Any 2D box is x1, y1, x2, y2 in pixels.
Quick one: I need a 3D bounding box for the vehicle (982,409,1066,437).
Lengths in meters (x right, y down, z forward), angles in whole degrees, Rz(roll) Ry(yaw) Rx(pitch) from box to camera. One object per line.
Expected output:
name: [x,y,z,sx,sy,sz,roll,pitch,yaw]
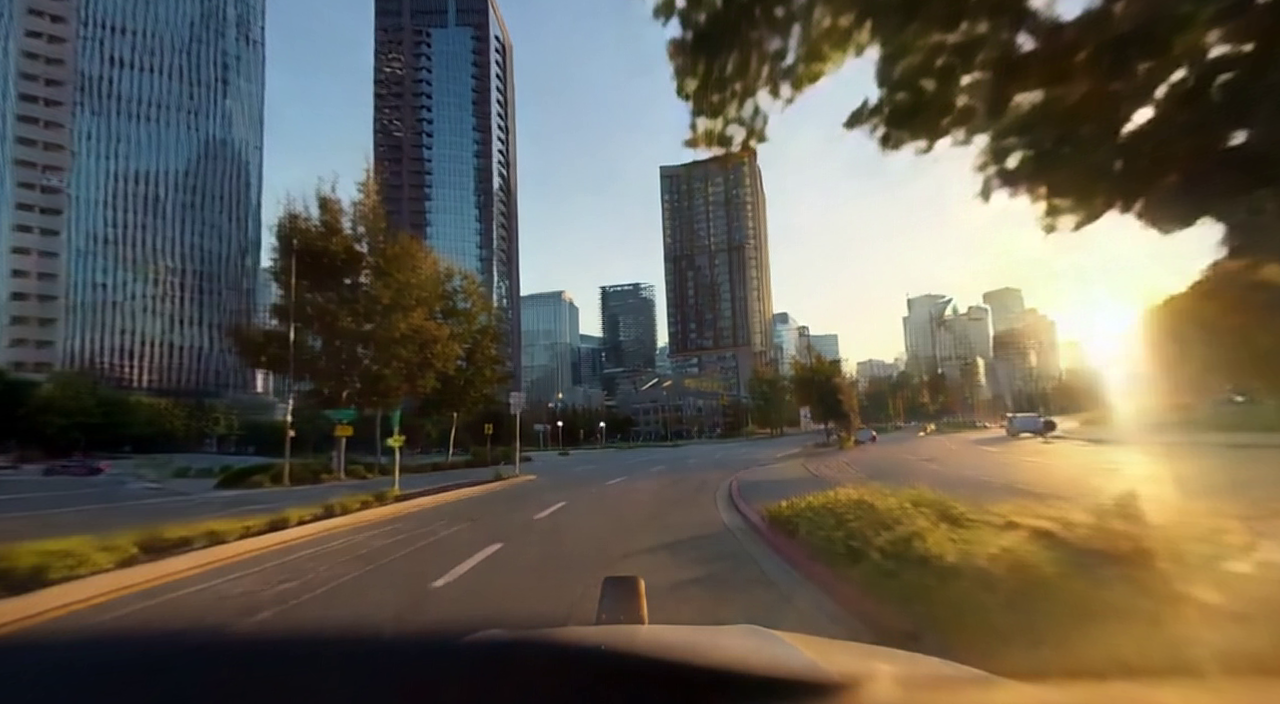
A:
vehicle: [28.780,5.385,47.430,2.014,1.757,4.871,8,-13,-41]
